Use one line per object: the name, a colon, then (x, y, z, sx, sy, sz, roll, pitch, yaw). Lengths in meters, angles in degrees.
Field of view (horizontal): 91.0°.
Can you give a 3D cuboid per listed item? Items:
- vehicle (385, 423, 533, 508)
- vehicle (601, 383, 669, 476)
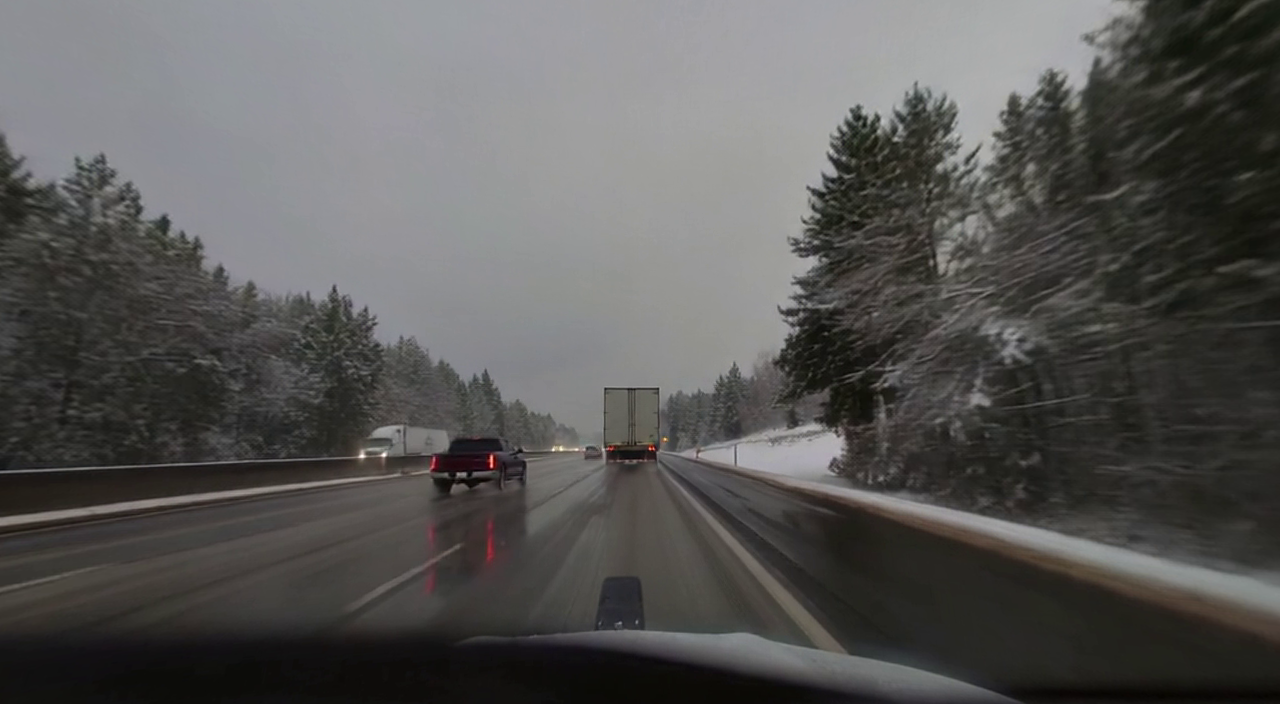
vehicle: (-4.380, 2.852, 16.311, 2.285, 1.833, 4.984, 0, -8, 1)
vehicle: (-0.246, 4.292, 33.974, 3.052, 4.132, 11.336, 0, -8, 0)
